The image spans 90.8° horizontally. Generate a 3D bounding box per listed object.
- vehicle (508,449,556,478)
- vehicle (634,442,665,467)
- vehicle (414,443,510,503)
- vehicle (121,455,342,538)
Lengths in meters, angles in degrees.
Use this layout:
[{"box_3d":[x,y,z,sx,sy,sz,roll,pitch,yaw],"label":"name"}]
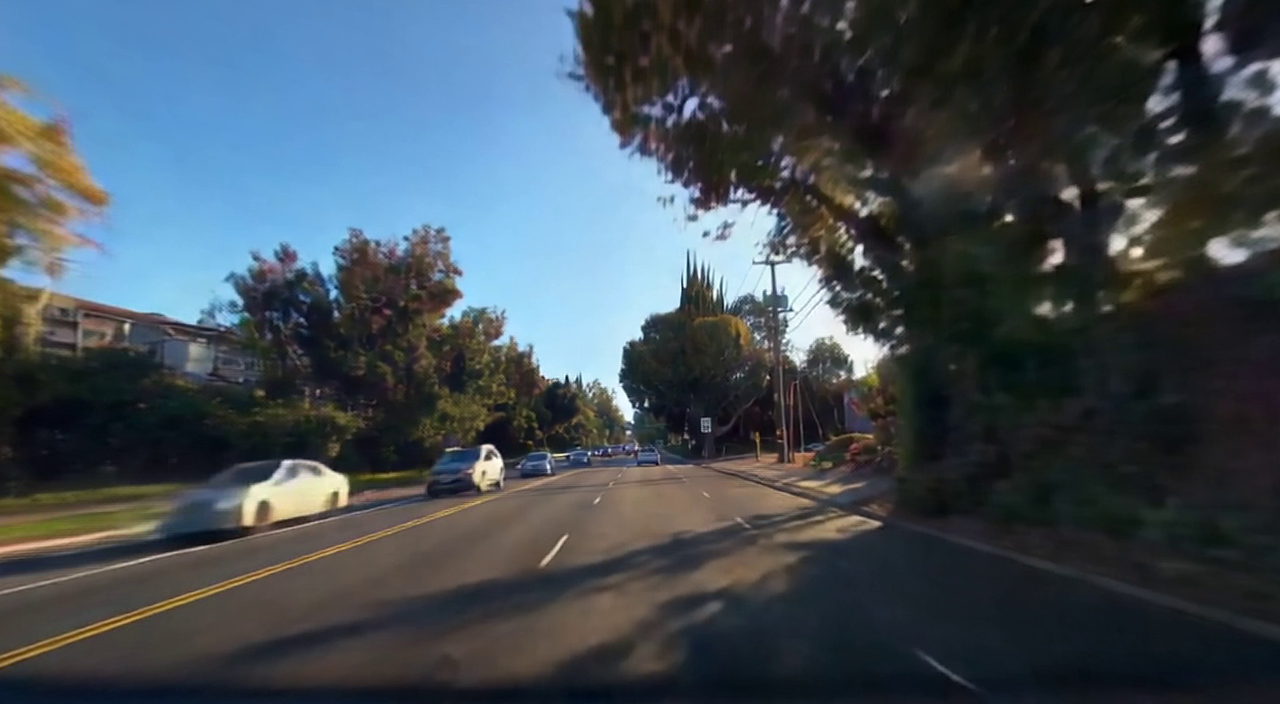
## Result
[{"box_3d":[-5.884,6.111,34.905,1.933,1.492,3.755,-1,-8,1],"label":"vehicle"},{"box_3d":[0.673,7.676,47.309,2.163,1.746,4.073,-1,-8,0],"label":"vehicle"},{"box_3d":[-5.405,3.678,19.716,1.792,1.628,4.000,-1,-8,0],"label":"vehicle"},{"box_3d":[-8.953,3.153,14.462,2.058,1.495,4.448,-1,-8,0],"label":"vehicle"}]
